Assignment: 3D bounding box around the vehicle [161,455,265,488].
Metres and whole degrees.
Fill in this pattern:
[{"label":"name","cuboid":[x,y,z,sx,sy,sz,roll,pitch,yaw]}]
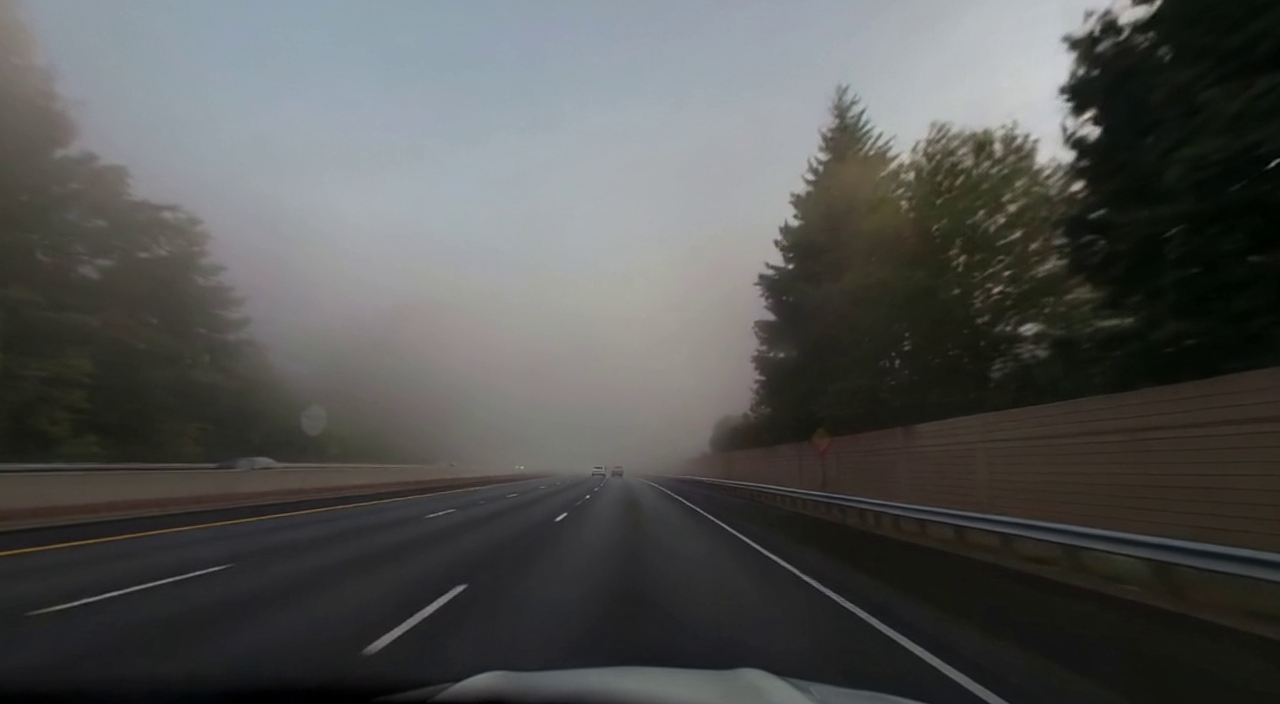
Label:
[{"label":"vehicle","cuboid":[-20.594,5.807,30.673,1.799,1.469,4.617,1,-11,0]}]
